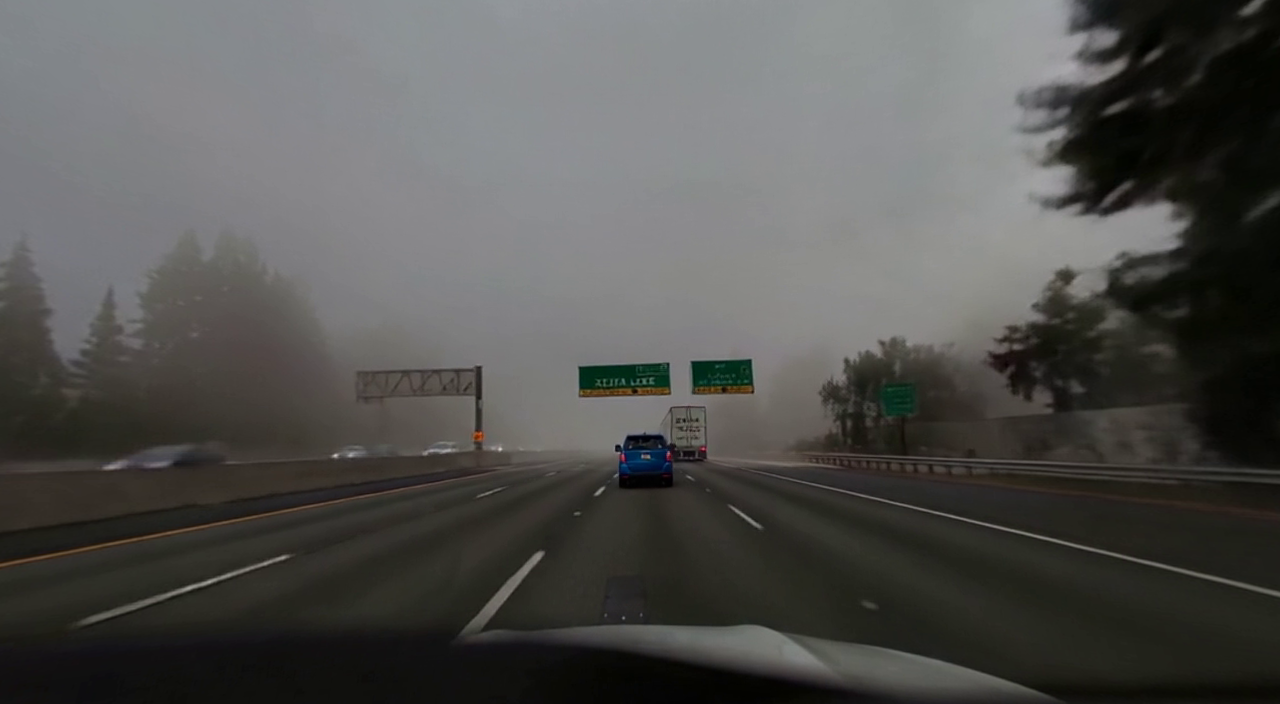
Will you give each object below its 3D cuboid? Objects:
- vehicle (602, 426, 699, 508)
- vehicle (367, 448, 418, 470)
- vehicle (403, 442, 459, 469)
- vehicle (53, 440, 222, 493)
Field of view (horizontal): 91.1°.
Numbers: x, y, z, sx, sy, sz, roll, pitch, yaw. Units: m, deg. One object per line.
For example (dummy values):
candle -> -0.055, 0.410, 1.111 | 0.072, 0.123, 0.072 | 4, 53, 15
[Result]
vehicle -> 0.247, 2.757, 15.472 | 2.054, 1.706, 4.201 | 0, -8, 1
vehicle -> -18.469, 8.004, 47.049 | 1.971, 1.518, 4.297 | 0, -8, 1
vehicle -> -15.005, 7.458, 45.413 | 2.097, 1.813, 5.472 | 0, -8, 1
vehicle -> -19.056, 4.319, 24.243 | 2.092, 1.801, 5.217 | 0, -8, 1
